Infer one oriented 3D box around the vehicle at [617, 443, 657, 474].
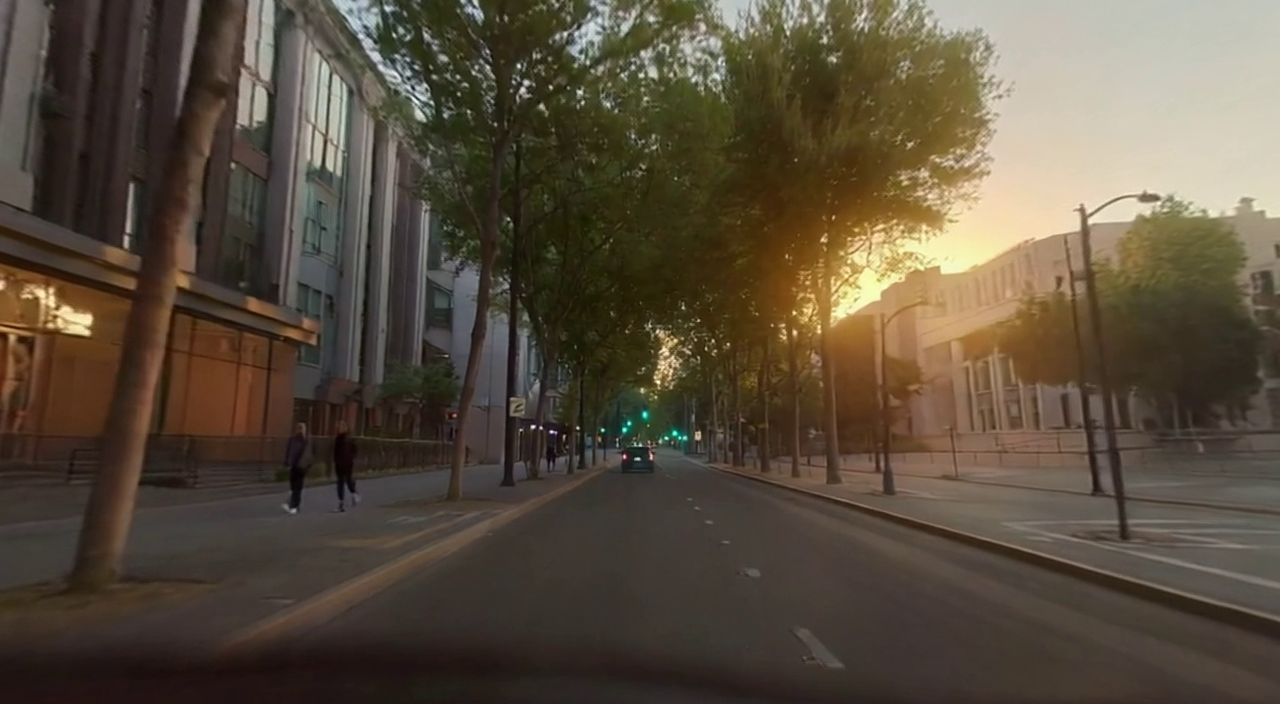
[{"bbox_3d":[-0.157,5.884,35.060,2.079,1.621,3.861,0,-9,0],"label":"vehicle"}]
